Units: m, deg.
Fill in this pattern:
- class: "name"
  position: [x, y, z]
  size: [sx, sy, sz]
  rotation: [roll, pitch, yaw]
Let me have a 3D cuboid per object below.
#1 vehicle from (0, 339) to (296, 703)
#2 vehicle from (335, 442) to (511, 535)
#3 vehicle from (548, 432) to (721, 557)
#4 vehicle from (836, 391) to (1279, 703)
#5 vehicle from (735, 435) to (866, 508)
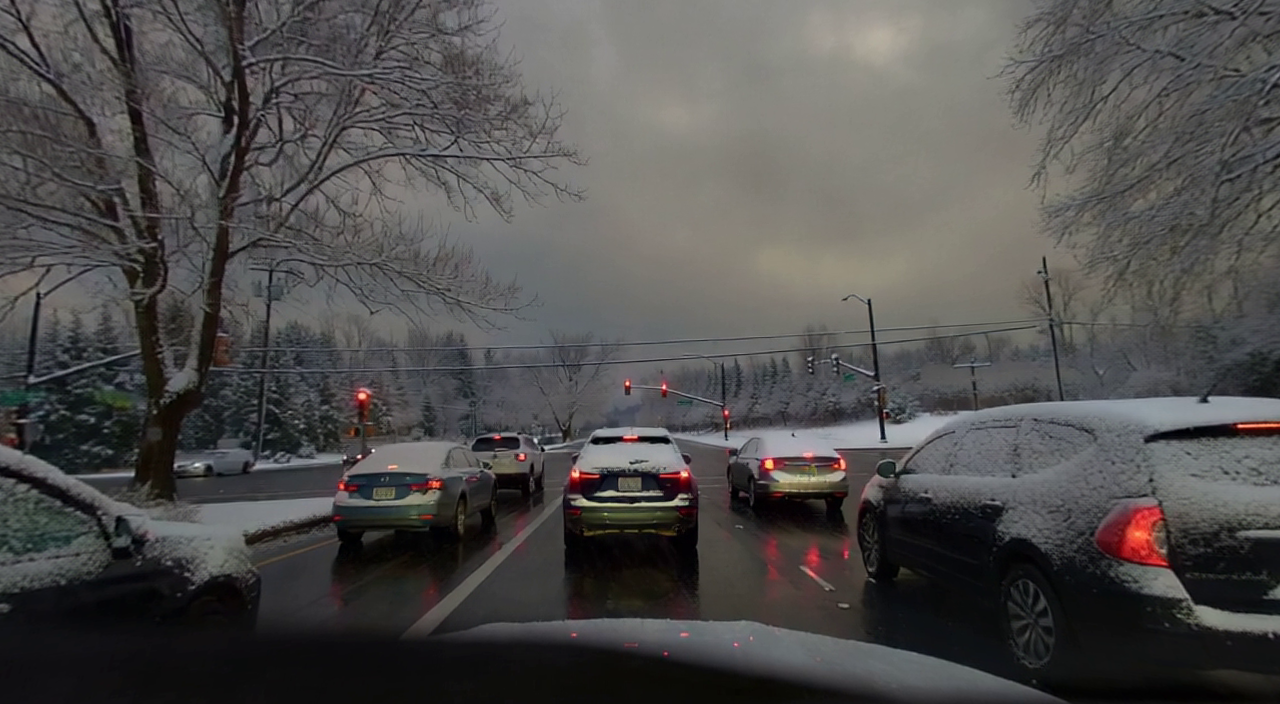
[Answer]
- class: "vehicle"
  position: [-3.653, 0.834, 2.551]
  size: [2.047, 1.764, 4.369]
  rotation: [0, -8, 0]
- class: "vehicle"
  position: [-3.929, 2.504, 12.341]
  size: [1.919, 1.459, 4.371]
  rotation: [0, -8, -1]
- class: "vehicle"
  position: [-0.078, 2.005, 9.599]
  size: [2.061, 1.470, 3.970]
  rotation: [0, -8, 0]
- class: "vehicle"
  position: [3.394, 1.307, 5.426]
  size: [1.933, 1.564, 4.600]
  rotation: [0, -8, 0]
- class: "vehicle"
  position: [3.640, 2.780, 15.254]
  size: [1.922, 1.472, 4.440]
  rotation: [0, -8, -1]
